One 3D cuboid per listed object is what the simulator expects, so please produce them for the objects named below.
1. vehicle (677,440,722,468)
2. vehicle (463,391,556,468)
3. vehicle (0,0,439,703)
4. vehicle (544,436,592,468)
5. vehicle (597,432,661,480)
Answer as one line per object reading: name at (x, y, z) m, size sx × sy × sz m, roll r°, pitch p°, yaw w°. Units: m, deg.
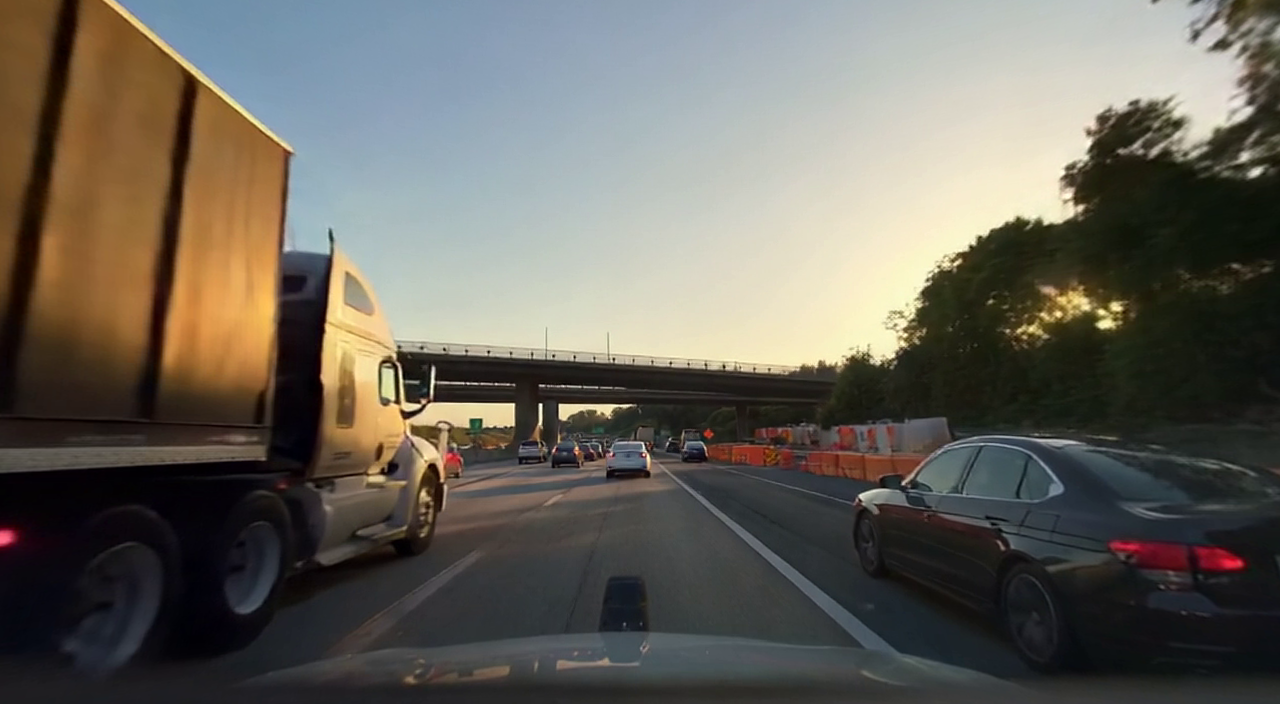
vehicle at (3.217, 5.575, 34.708) m, size 2.003 × 1.465 × 4.092 m, roll 0°, pitch -8°, yaw -1°
vehicle at (-7.364, 4.688, 37.469) m, size 2.959 × 3.886 × 10.574 m, roll -1°, pitch -8°, yaw 2°
vehicle at (-3.780, -0.082, 1.294) m, size 3.075 × 3.276 × 11.073 m, roll 0°, pitch -8°, yaw 0°
vehicle at (-4.009, 5.645, 35.765) m, size 2.124 × 1.639 × 4.344 m, roll 0°, pitch -8°, yaw 1°
vehicle at (-0.400, 3.977, 24.391) m, size 2.270 × 1.696 × 4.061 m, roll 0°, pitch -8°, yaw 0°
